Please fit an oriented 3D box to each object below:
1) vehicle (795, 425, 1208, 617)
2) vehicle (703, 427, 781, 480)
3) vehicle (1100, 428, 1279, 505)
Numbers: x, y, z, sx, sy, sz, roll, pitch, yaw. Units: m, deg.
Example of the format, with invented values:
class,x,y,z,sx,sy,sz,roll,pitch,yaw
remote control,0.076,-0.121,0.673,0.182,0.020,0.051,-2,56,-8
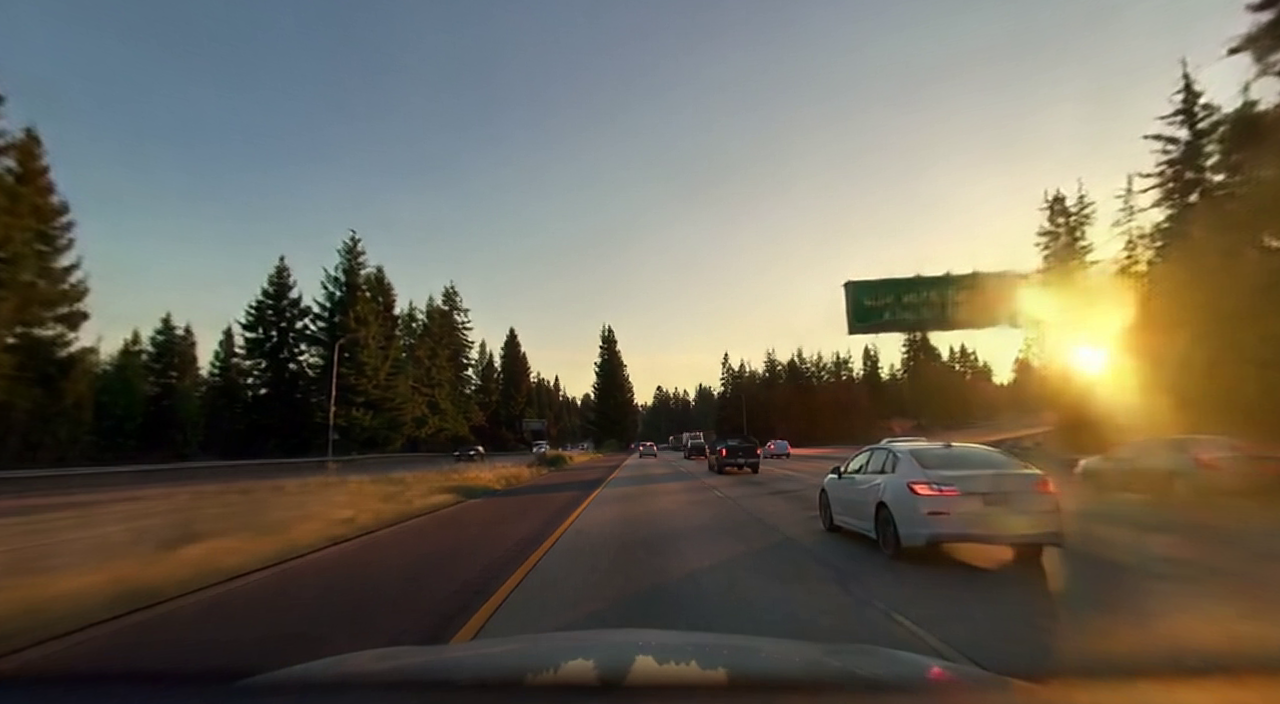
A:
class,x,y,z,sx,sy,sz,roll,pitch,yaw
vehicle,3.389,1.652,7.290,1.904,1.453,4.789,0,-8,-1
vehicle,3.957,4.057,25.434,2.206,1.902,5.460,0,-8,0
vehicle,15.075,2.930,16.621,2.027,1.711,4.963,0,-8,0
